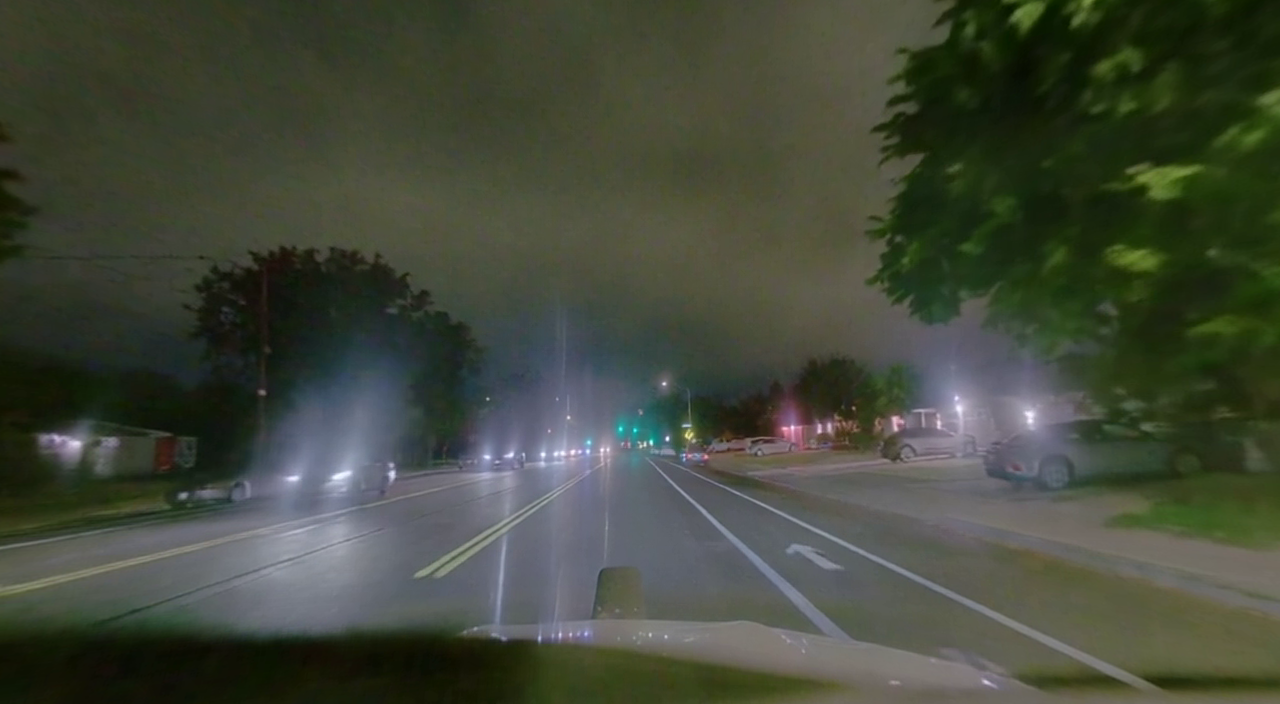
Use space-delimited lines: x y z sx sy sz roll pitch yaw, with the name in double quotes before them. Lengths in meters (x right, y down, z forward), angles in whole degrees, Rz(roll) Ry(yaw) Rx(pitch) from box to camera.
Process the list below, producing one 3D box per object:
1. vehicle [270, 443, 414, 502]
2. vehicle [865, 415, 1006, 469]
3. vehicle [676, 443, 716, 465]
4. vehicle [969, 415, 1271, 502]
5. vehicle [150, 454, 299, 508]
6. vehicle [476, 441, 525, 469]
"vehicle" -8.520 3.453 18.648 1.973 1.509 4.651 0 -8 0
"vehicle" 11.931 3.659 25.737 4.625 1.711 1.910 -5 -8 1
"vehicle" 3.809 7.045 43.984 1.946 1.431 4.695 1 -8 -5
"vehicle" 9.701 2.171 13.079 4.690 1.579 1.878 -1 -8 -1
"vehicle" -13.346 4.121 20.689 1.850 1.472 4.511 0 -8 -1
"vehicle" -8.738 6.488 39.937 2.030 1.632 4.520 0 -8 0
